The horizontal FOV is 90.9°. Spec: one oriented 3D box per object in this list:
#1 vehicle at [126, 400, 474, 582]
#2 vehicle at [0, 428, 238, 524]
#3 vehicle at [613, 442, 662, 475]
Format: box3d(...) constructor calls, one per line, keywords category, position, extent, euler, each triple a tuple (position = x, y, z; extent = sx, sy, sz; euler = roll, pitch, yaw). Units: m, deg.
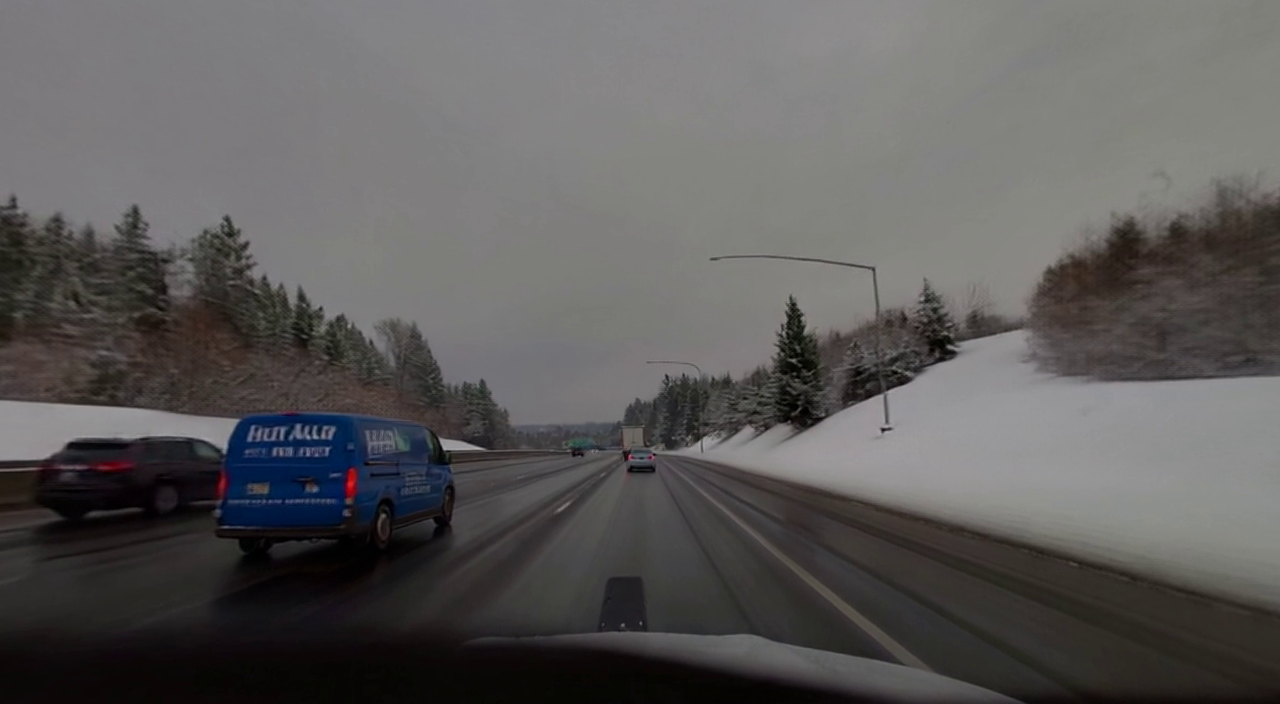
box3d(category="vehicle", position=(-4.157, 1.806, 9.049), extent=(2.174, 1.862, 5.012), euler=(0, -9, 0))
box3d(category="vehicle", position=(-11.697, 2.656, 14.077), extent=(2.150, 1.746, 4.910), euler=(0, -9, 1))
box3d(category="vehicle", position=(-0.093, 5.149, 30.611), extent=(2.238, 1.479, 3.672), euler=(0, -9, 0))
